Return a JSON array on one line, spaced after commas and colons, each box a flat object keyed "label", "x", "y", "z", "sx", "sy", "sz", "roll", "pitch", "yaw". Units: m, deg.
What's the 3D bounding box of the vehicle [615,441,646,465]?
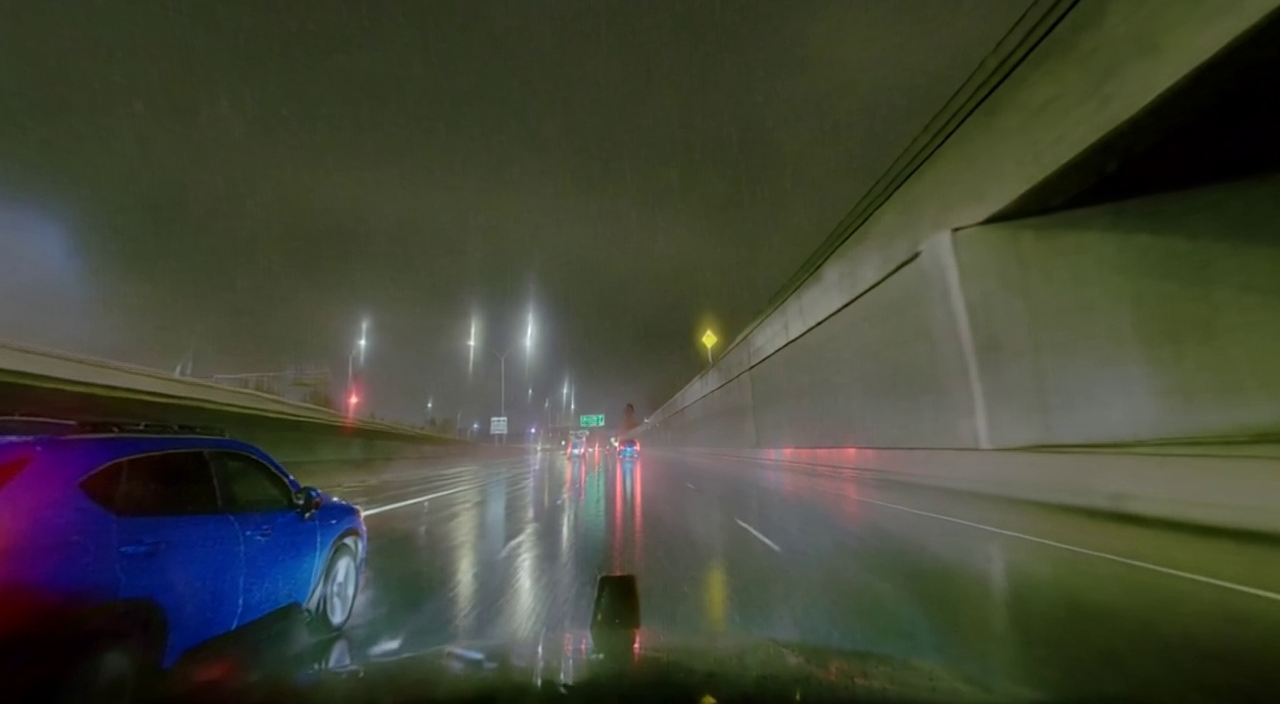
[{"label": "vehicle", "x": -0.692, "y": 7.241, "z": 45.480, "sx": 2.132, "sy": 1.657, "sz": 3.967, "roll": 0, "pitch": -8, "yaw": -2}]

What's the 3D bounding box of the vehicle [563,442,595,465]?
[{"label": "vehicle", "x": -4.487, "y": 7.495, "z": 46.839, "sx": 2.000, "sy": 1.646, "sz": 4.201, "roll": 0, "pitch": -8, "yaw": -1}]
